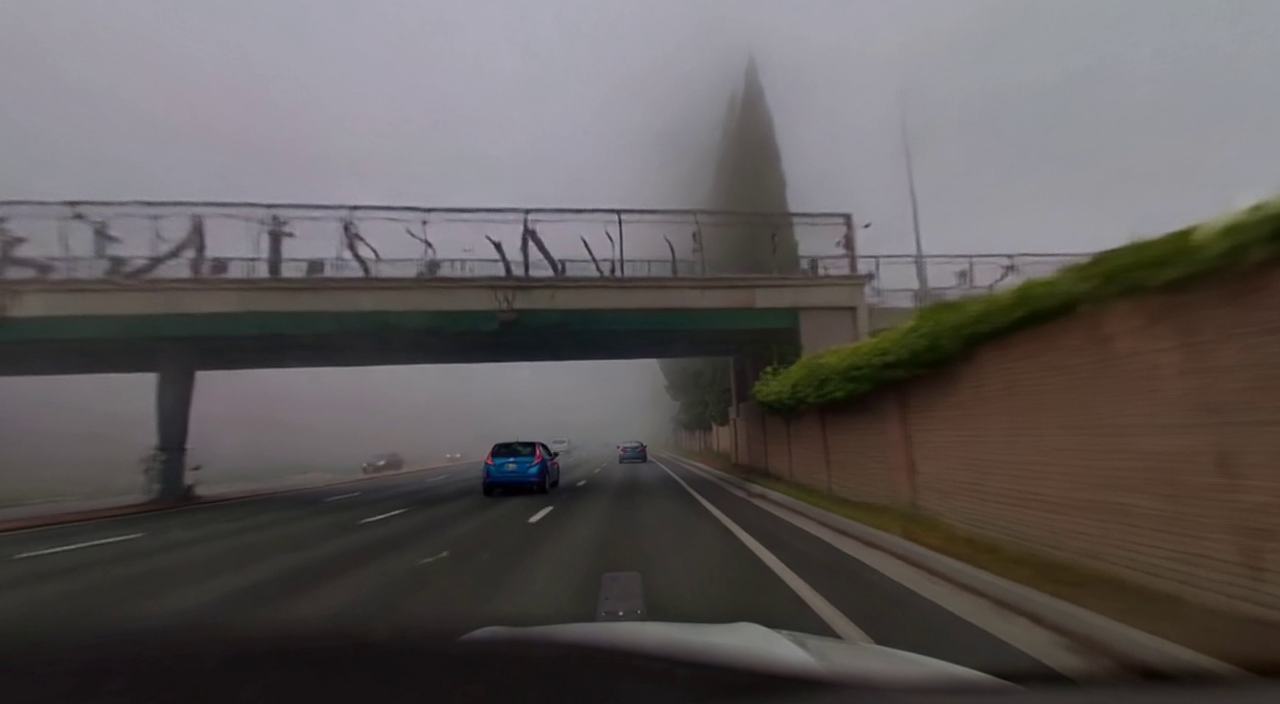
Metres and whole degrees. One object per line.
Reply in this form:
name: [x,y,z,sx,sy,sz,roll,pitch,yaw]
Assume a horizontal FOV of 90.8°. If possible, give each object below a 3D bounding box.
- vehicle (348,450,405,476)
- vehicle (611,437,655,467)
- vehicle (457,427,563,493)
vehicle: [-18.079,7.626,43.585,1.983,1.552,4.798,0,-8,-1]
vehicle: [-0.395,5.410,34.440,2.205,1.509,4.272,0,-8,-1]
vehicle: [-3.811,3.247,19.430,2.223,1.771,4.581,0,-8,1]
